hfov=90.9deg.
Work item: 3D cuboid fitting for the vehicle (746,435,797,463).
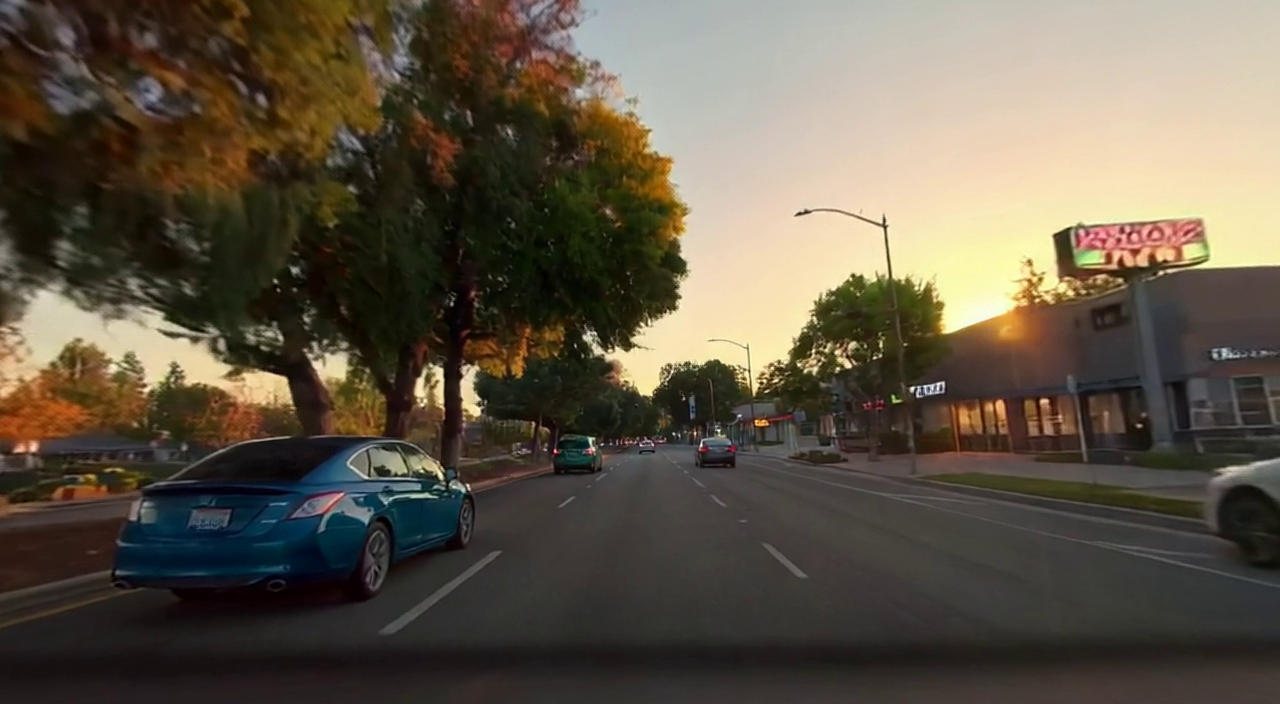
[{"bbox_3d":[7.631,5.672,36.960,1.942,1.481,4.447,0,-8,-1],"label":"vehicle"}]

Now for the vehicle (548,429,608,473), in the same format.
[{"bbox_3d":[-2.687,4.445,28.474,2.193,1.788,4.603,0,-8,1],"label":"vehicle"}]

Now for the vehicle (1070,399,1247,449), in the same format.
[{"bbox_3d":[20.948,2.981,25.667,5.166,1.870,2.317,0,-9,-3],"label":"vehicle"}]

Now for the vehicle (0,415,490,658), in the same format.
[{"bbox_3d":[-3.123,1.476,6.300,1.956,1.460,4.802,0,-8,2],"label":"vehicle"}]

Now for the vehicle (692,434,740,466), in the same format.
[{"bbox_3d":[3.825,5.025,32.409,1.904,1.490,4.299,0,-8,-1],"label":"vehicle"}]
